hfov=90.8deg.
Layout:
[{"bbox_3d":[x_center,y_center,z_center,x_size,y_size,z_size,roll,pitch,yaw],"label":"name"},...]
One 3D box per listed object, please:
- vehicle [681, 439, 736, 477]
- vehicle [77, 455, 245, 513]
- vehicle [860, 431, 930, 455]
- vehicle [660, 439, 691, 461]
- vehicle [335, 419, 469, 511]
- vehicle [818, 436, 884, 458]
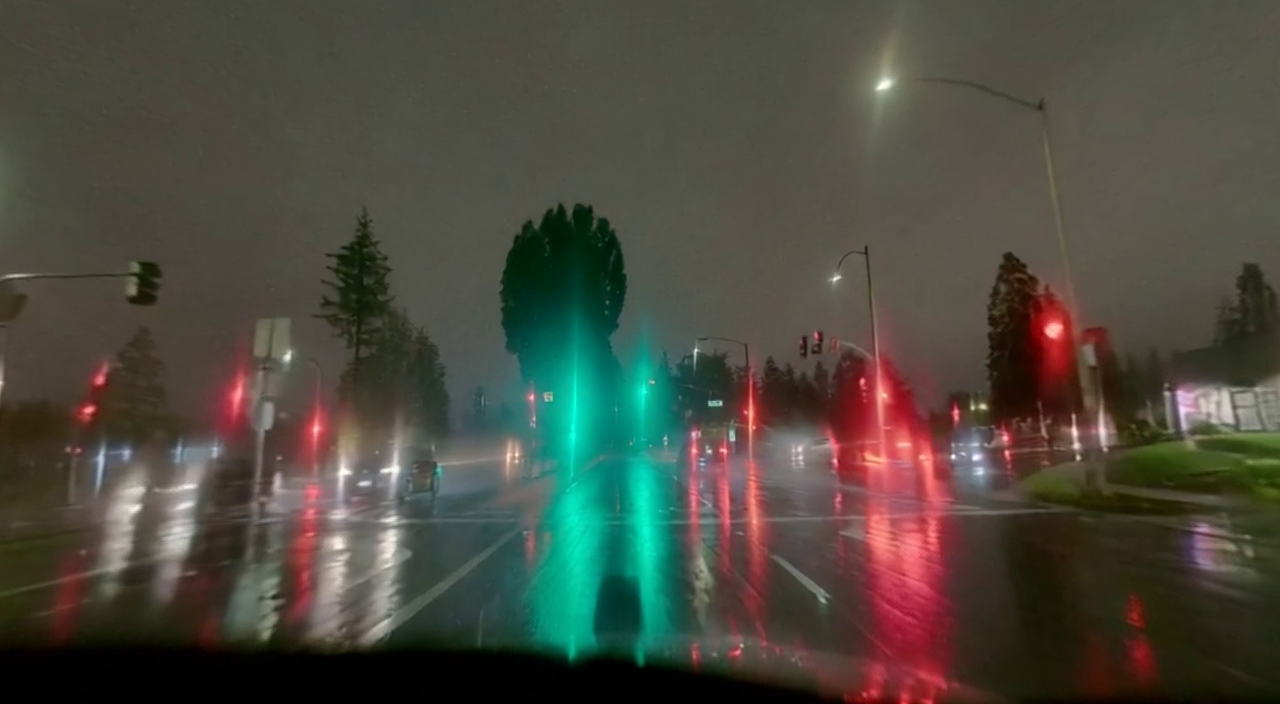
[{"bbox_3d":[3.063,4.791,28.872,1.961,1.580,4.020,0,-8,-1],"label":"vehicle"},{"bbox_3d":[-15.350,4.215,20.632,1.931,1.590,4.478,0,-8,1],"label":"vehicle"},{"bbox_3d":[18.482,6.599,45.803,4.447,1.601,2.033,3,-9,-22],"label":"vehicle"},{"bbox_3d":[2.698,7.611,48.962,1.982,1.605,4.439,0,-8,-1],"label":"vehicle"},{"bbox_3d":[-6.198,2.980,17.288,2.270,2.068,5.517,1,-9,-9],"label":"vehicle"},{"bbox_3d":[16.157,7.258,48.375,4.497,1.594,1.935,3,-9,-23],"label":"vehicle"}]
